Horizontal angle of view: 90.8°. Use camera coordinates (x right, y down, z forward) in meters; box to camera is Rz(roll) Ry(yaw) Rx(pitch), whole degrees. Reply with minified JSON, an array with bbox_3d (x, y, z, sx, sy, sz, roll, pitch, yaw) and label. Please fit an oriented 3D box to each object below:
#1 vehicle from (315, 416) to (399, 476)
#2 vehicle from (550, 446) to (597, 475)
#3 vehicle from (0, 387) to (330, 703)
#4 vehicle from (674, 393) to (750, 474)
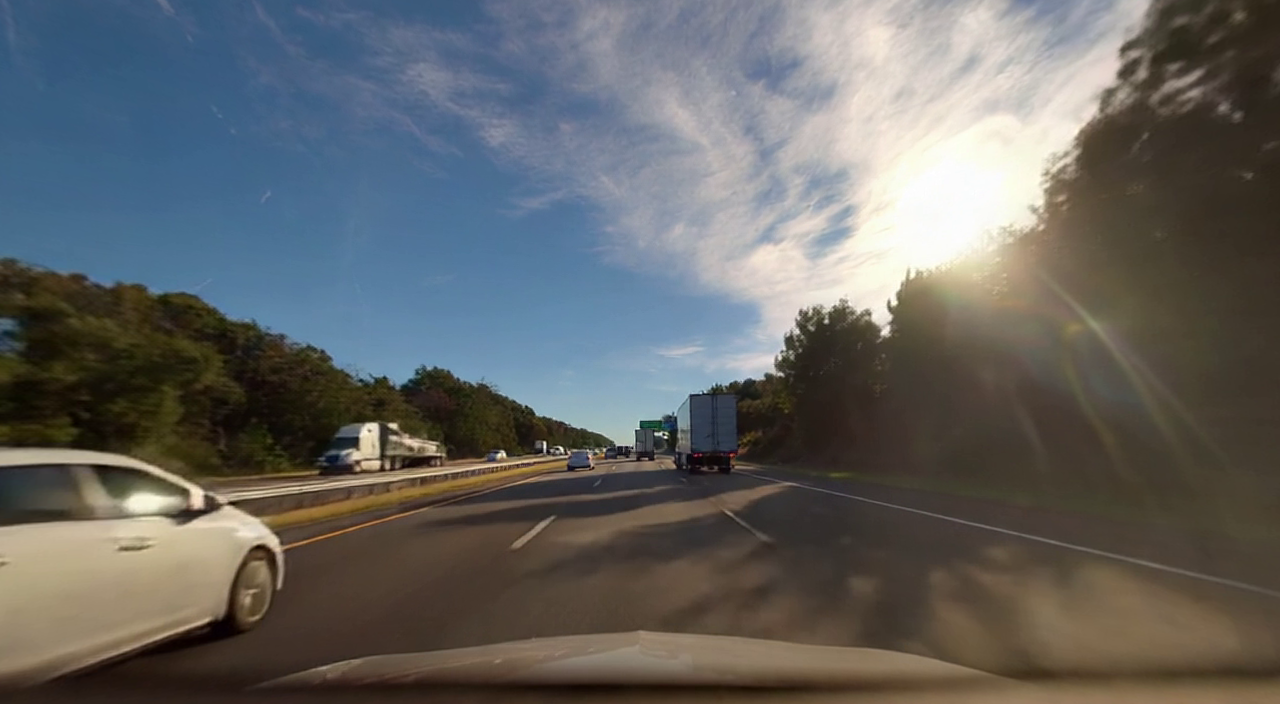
[{"bbox_3d":[-19.524,6.580,43.967,3.011,3.819,5.956,0,-9,0],"label":"vehicle"},{"bbox_3d":[-3.525,5.863,34.304,2.121,1.445,4.651,0,-9,0],"label":"vehicle"},{"bbox_3d":[-3.353,0.873,2.108,2.104,1.526,4.940,0,-9,0],"label":"vehicle"},{"bbox_3d":[4.027,5.273,39.446,2.974,4.083,14.389,0,-9,0],"label":"vehicle"}]
